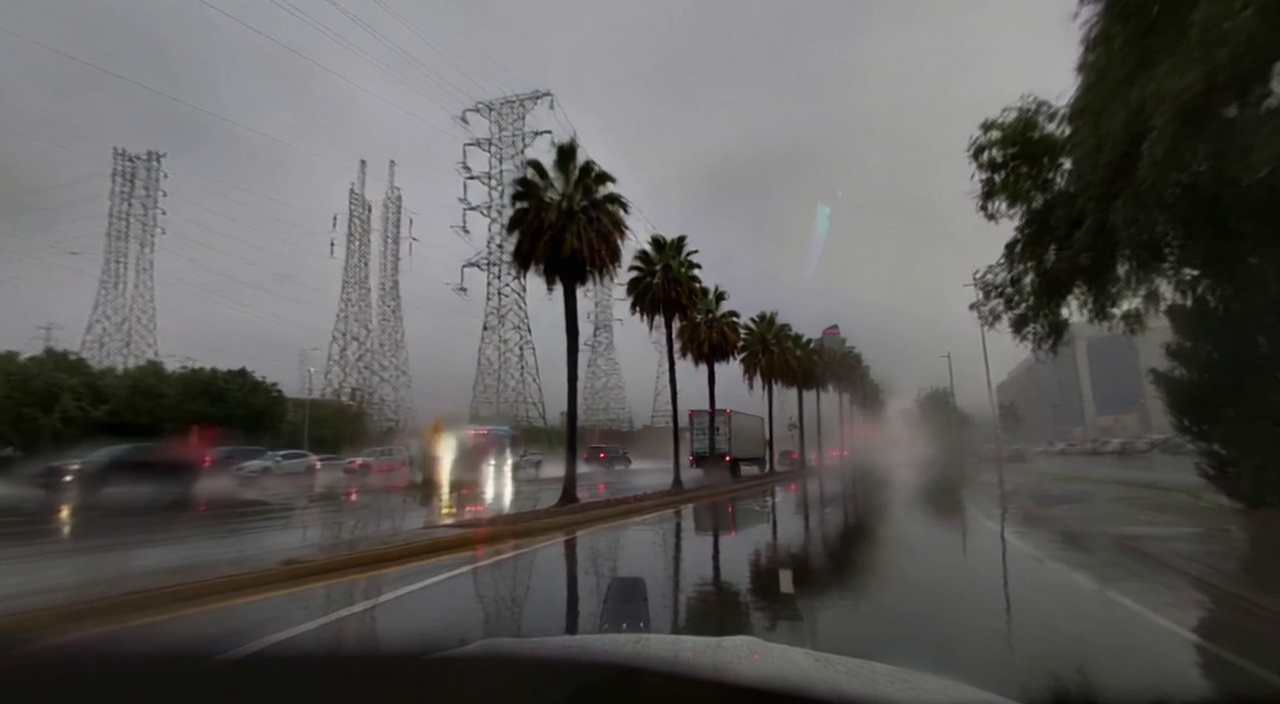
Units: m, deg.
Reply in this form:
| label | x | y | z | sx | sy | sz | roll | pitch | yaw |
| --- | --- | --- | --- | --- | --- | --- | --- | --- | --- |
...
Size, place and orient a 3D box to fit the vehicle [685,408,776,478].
| label | x | y | z | sx | sy | sz | roll | pitch | yaw |
| --- | --- | --- | --- | --- | --- | --- | --- | --- | --- |
| vehicle | 6.254 | 6.044 | 41.558 | 2.903 | 3.933 | 11.567 | -4 | -10 | 23 |

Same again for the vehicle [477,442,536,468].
| label | x | y | z | sx | sy | sz | roll | pitch | yaw |
| --- | --- | --- | --- | --- | --- | --- | --- | --- | --- |
| vehicle | -9.039 | 7.080 | 43.001 | 1.751 | 1.639 | 4.434 | -6 | -12 | 21 |

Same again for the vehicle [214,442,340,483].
| label | x | y | z | sx | sy | sz | roll | pitch | yaw |
| --- | --- | --- | --- | --- | --- | --- | --- | --- | --- |
| vehicle | -15.544 | 4.862 | 27.323 | 1.785 | 1.502 | 4.457 | -6 | -14 | 22 |

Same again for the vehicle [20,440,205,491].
| label | x | y | z | sx | sy | sz | roll | pitch | yaw |
| --- | --- | --- | --- | --- | --- | --- | --- | --- | --- |
| vehicle | -18.296 | 3.929 | 22.176 | 1.847 | 1.567 | 4.532 | -4 | -10 | 22 |

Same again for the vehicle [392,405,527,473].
| label | x | y | z | sx | sy | sz | roll | pitch | yaw |
| --- | --- | --- | --- | --- | --- | --- | --- | --- | --- |
| vehicle | -12.340 | 6.498 | 44.971 | 2.907 | 3.760 | 11.193 | -6 | -14 | 21 |

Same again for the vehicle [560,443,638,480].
| label | x | y | z | sx | sy | sz | roll | pitch | yaw |
| --- | --- | --- | --- | --- | --- | --- | --- | --- | --- |
| vehicle | -2.235 | 6.316 | 36.828 | 2.266 | 1.950 | 5.866 | -4 | -10 | 21 |

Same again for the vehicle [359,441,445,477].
| label | x | y | z | sx | sy | sz | roll | pitch | yaw |
| --- | --- | --- | --- | --- | --- | --- | --- | --- | --- |
| vehicle | -12.899 | 5.911 | 34.492 | 1.833 | 1.578 | 4.412 | -10 | -15 | 22 |
